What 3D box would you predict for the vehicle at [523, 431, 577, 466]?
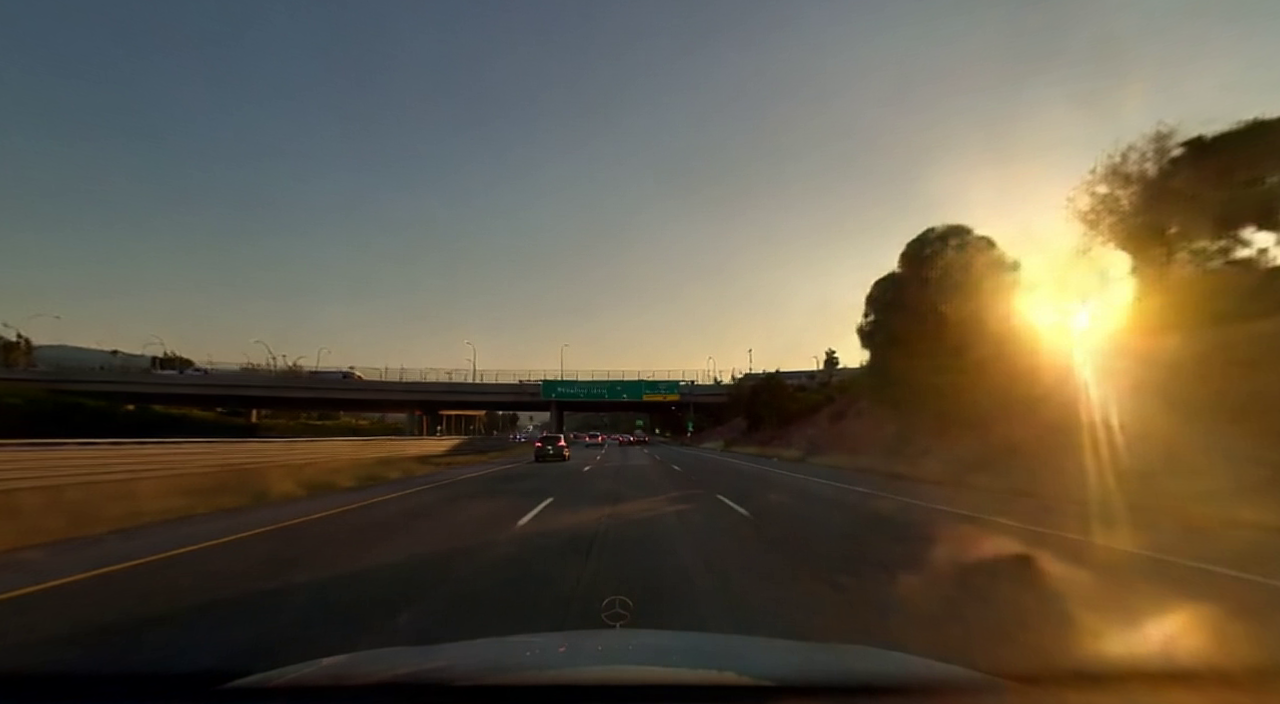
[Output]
[{"bbox_3d":[-4.322,4.688,30.892,2.062,1.591,4.156,0,-8,-1],"label":"vehicle"}]
